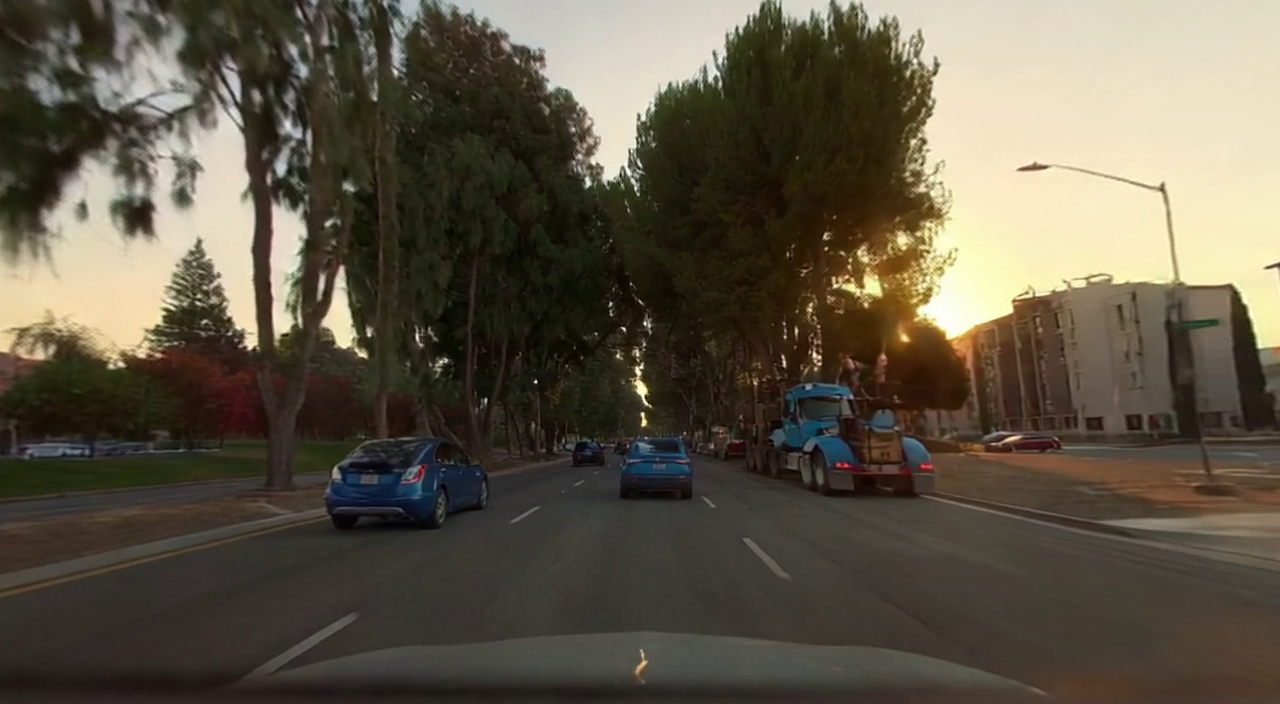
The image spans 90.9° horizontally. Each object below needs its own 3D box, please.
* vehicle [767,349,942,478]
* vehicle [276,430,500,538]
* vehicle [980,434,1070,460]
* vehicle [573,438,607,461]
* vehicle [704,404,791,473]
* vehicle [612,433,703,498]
[{"bbox_3d":[5.685,1.873,17.950,2.736,3.078,5.825,0,-8,-1],"label":"vehicle"},{"bbox_3d":[-4.114,2.225,11.384,2.003,1.507,4.808,0,-8,1],"label":"vehicle"},{"bbox_3d":[25.152,6.226,41.402,1.955,1.599,4.618,4,-9,-26],"label":"vehicle"},{"bbox_3d":[-3.666,7.275,47.076,2.062,1.641,4.193,0,-8,2],"label":"vehicle"},{"bbox_3d":[5.529,4.717,34.387,3.089,3.258,8.841,-1,-8,-1],"label":"vehicle"},{"bbox_3d":[0.389,2.911,16.495,2.086,1.466,4.026,0,-8,0],"label":"vehicle"}]
